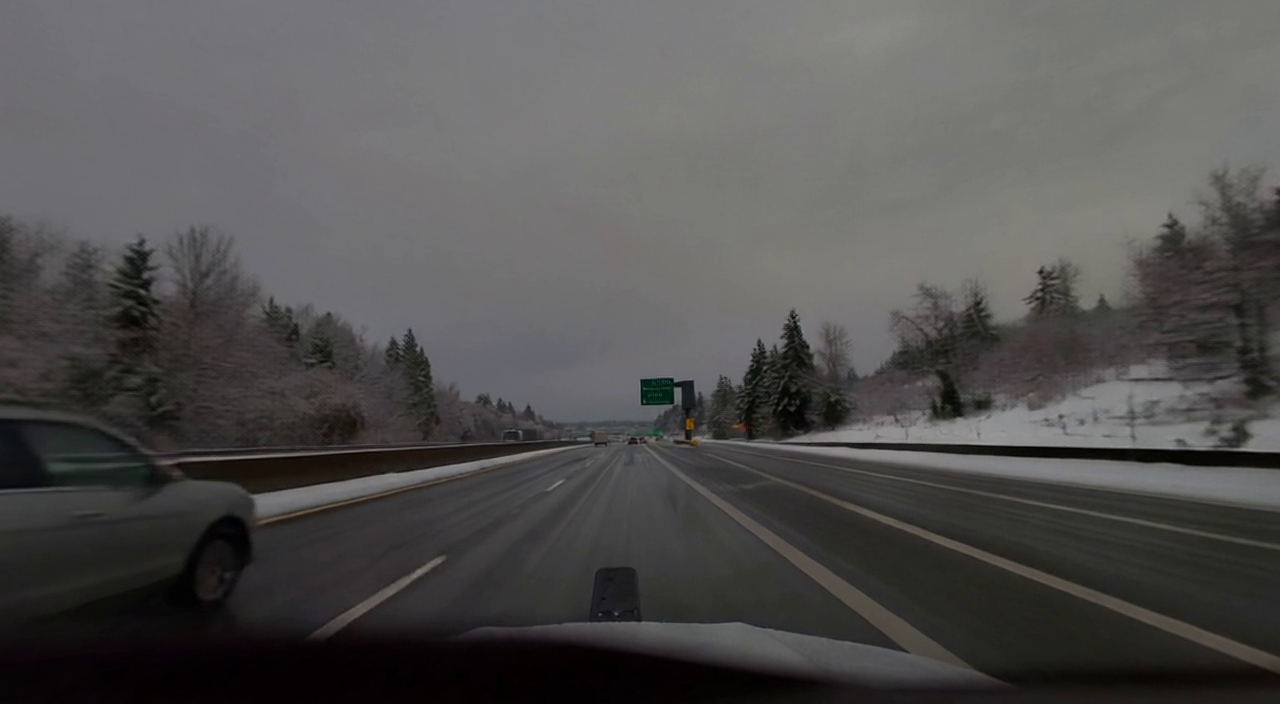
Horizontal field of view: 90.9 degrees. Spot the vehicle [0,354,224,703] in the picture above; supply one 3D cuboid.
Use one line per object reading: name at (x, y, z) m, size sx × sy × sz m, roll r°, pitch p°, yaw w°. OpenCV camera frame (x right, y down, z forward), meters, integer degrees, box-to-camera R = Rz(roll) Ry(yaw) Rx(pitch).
vehicle at (-3.937, 0.750, 2.178) m, size 2.129 × 1.641 × 4.263 m, roll 0°, pitch -7°, yaw -1°
